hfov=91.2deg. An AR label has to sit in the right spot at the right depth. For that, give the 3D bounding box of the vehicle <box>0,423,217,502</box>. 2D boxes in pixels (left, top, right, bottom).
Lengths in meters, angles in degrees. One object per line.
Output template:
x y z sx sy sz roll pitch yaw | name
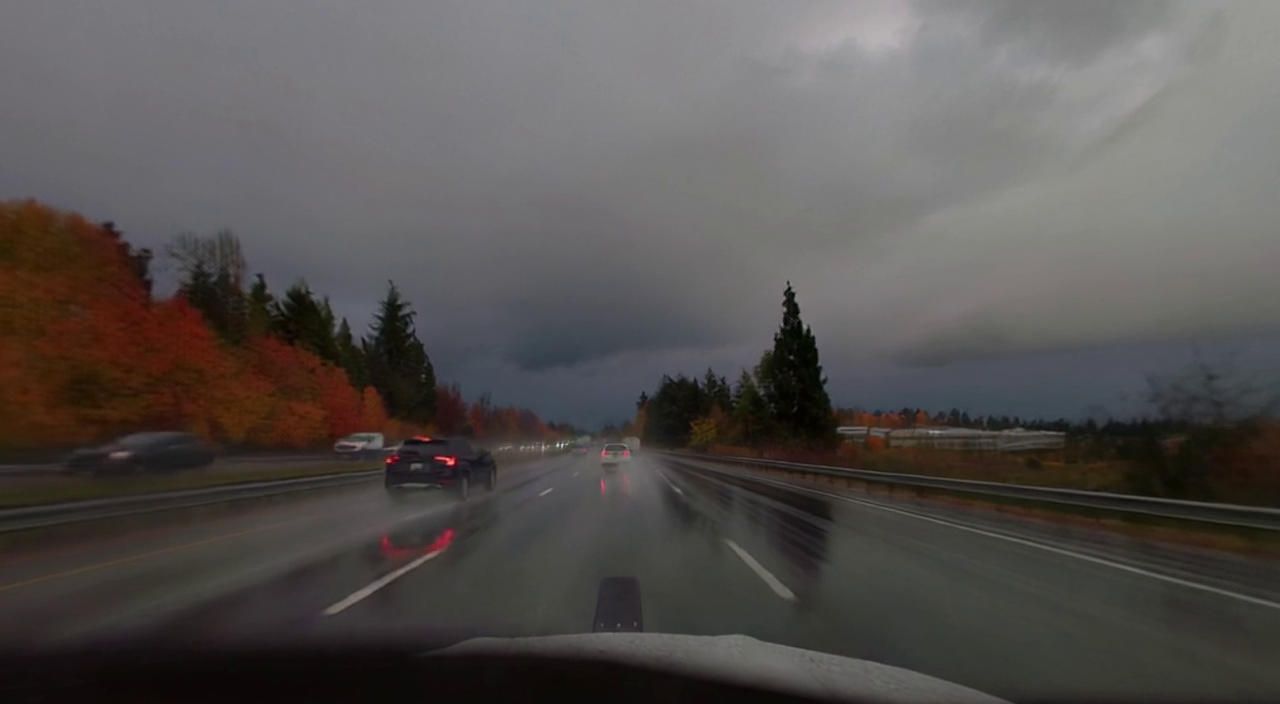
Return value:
-13.029 2.680 15.489 2.045 1.647 4.454 0 -9 -1 | vehicle

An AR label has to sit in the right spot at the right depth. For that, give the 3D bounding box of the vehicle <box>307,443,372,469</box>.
-18.363 6.362 38.503 1.836 1.468 4.497 0 -9 -1 | vehicle

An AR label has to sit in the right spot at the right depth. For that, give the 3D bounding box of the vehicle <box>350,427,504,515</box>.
-4.695 2.699 14.695 1.974 1.688 4.727 0 -9 -1 | vehicle

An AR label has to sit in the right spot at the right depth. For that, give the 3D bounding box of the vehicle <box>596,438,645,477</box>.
-0.906 4.853 29.012 2.115 1.661 4.049 0 -9 -2 | vehicle
